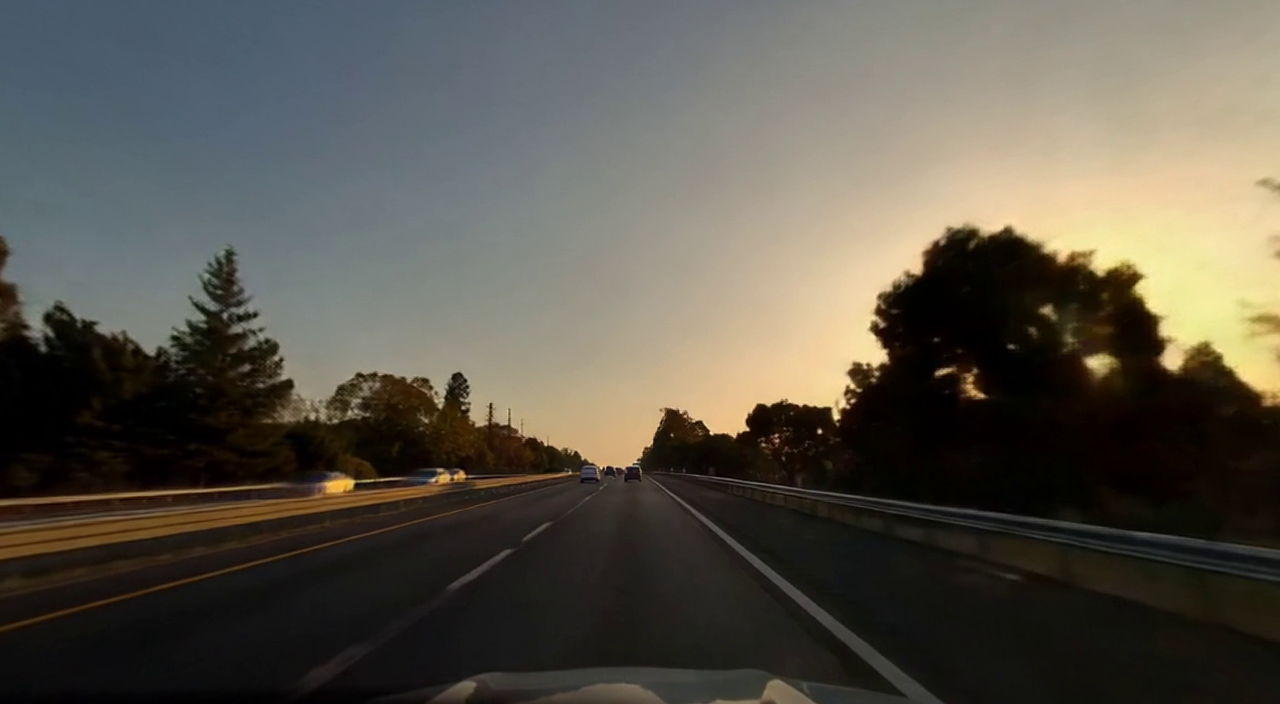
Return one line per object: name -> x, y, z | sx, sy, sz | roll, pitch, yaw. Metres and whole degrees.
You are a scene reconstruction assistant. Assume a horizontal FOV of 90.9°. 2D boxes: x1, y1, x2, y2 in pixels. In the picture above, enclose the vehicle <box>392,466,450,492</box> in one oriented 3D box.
vehicle -> -13.126, 7.615, 38.021 | 1.882, 1.445, 4.296 | 1, -11, 1
